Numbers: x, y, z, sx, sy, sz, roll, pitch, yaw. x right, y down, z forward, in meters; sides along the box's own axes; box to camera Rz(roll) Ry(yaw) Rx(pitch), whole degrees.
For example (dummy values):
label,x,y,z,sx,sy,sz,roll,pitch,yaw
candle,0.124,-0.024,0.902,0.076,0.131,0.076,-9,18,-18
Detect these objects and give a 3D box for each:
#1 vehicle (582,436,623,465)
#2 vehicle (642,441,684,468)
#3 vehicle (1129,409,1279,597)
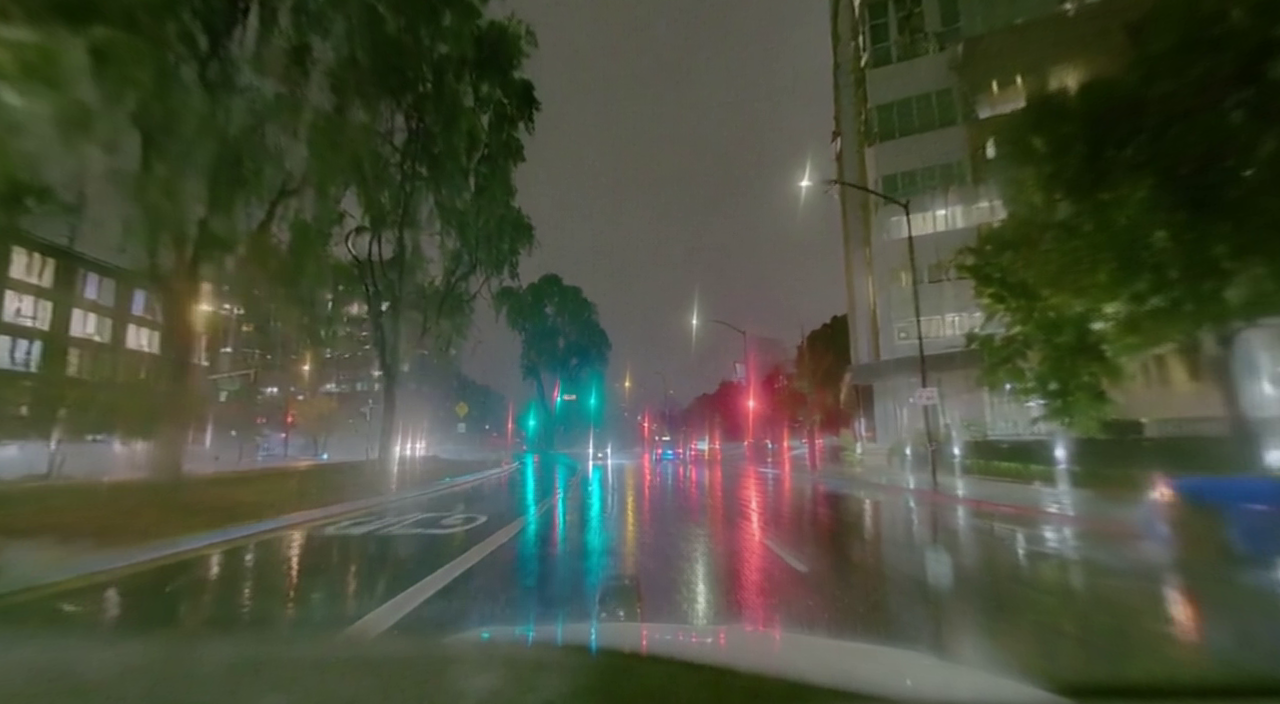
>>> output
label,x,y,z,sx,sy,sz,roll,pitch,yaw
vehicle,-2.447,6.274,40.156,2.317,1.713,4.231,1,-9,-7
vehicle,1.325,6.201,38.325,1.918,1.479,4.468,1,-9,-5
vehicle,6.659,1.216,4.760,2.042,1.635,4.858,0,-9,0
